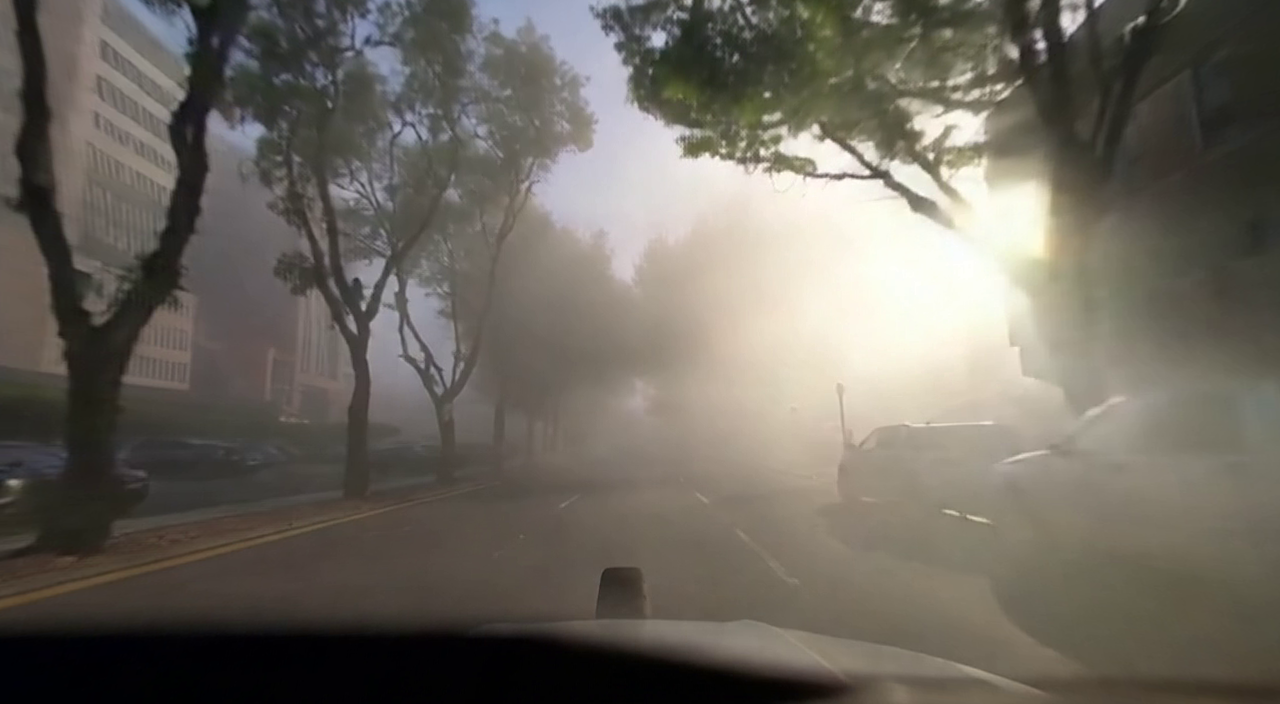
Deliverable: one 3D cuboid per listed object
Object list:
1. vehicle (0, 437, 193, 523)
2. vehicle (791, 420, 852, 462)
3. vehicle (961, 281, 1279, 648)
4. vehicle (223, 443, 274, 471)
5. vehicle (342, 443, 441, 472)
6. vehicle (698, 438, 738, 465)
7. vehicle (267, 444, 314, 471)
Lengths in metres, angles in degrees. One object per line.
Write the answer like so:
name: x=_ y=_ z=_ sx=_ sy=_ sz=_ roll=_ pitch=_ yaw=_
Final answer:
vehicle: x=-13.039 y=2.740 z=13.811 sx=4.831 sy=1.700 sz=2.111 roll=0 pitch=-9 yaw=0
vehicle: x=13.140 y=6.551 z=46.156 sx=2.935 sy=2.889 sz=5.499 roll=0 pitch=-9 yaw=1
vehicle: x=5.732 y=0.946 z=5.474 sx=2.596 sy=2.509 sz=6.178 roll=0 pitch=-9 yaw=0
vehicle: x=-27.385 y=7.334 z=44.275 sx=2.026 sy=1.723 sz=4.322 roll=3 pitch=-8 yaw=-19
vehicle: x=-14.624 y=6.236 z=37.381 sx=4.954 sy=1.614 sz=2.227 roll=0 pitch=-9 yaw=-5
vehicle: x=5.978 y=7.683 z=48.843 sx=2.338 sy=1.942 sz=5.267 roll=0 pitch=-9 yaw=-1
vehicle: x=-24.742 y=7.470 z=44.835 sx=2.026 sy=1.723 sz=4.633 roll=4 pitch=-9 yaw=-19
